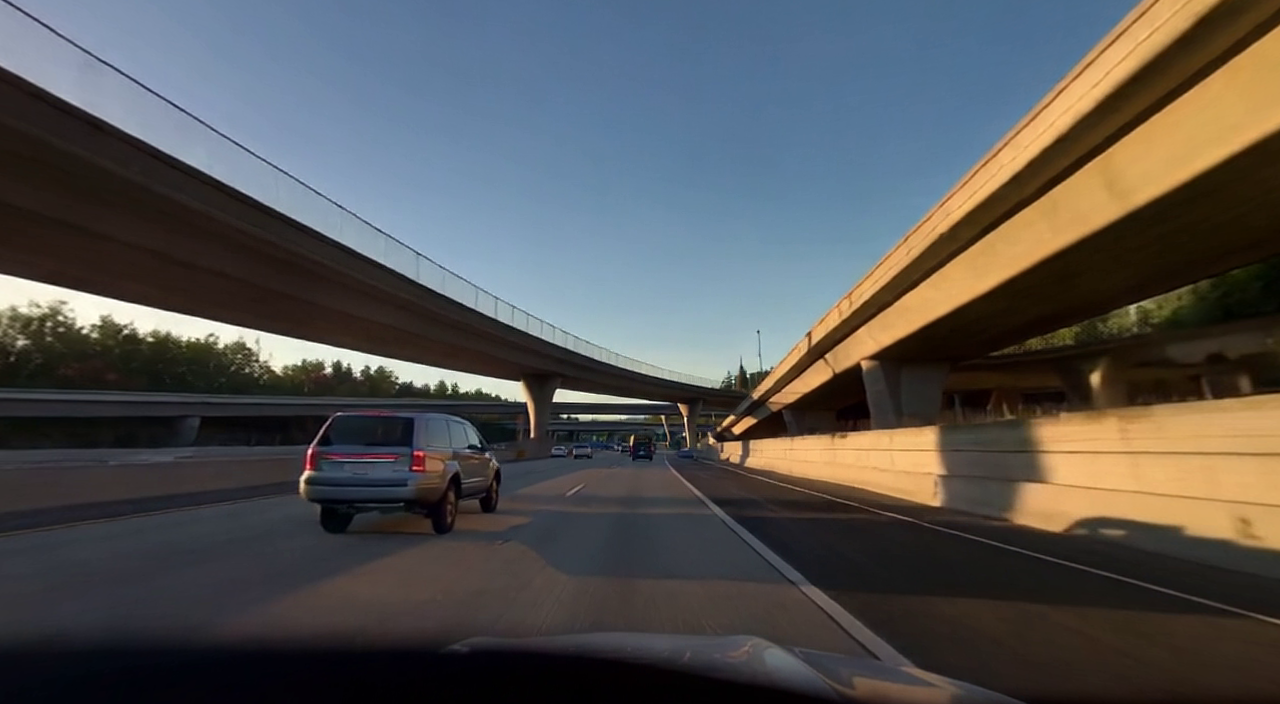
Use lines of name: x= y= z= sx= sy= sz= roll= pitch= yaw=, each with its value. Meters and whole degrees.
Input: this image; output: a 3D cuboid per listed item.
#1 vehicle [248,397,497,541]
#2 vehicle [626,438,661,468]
vehicle: x=-4.163 y=1.928 z=10.968 sx=2.147 sy=1.918 sz=4.834 roll=0 pitch=-8 yaw=0
vehicle: x=0.210 y=6.291 z=39.362 sx=2.052 sy=1.711 sz=4.223 roll=0 pitch=-8 yaw=0
